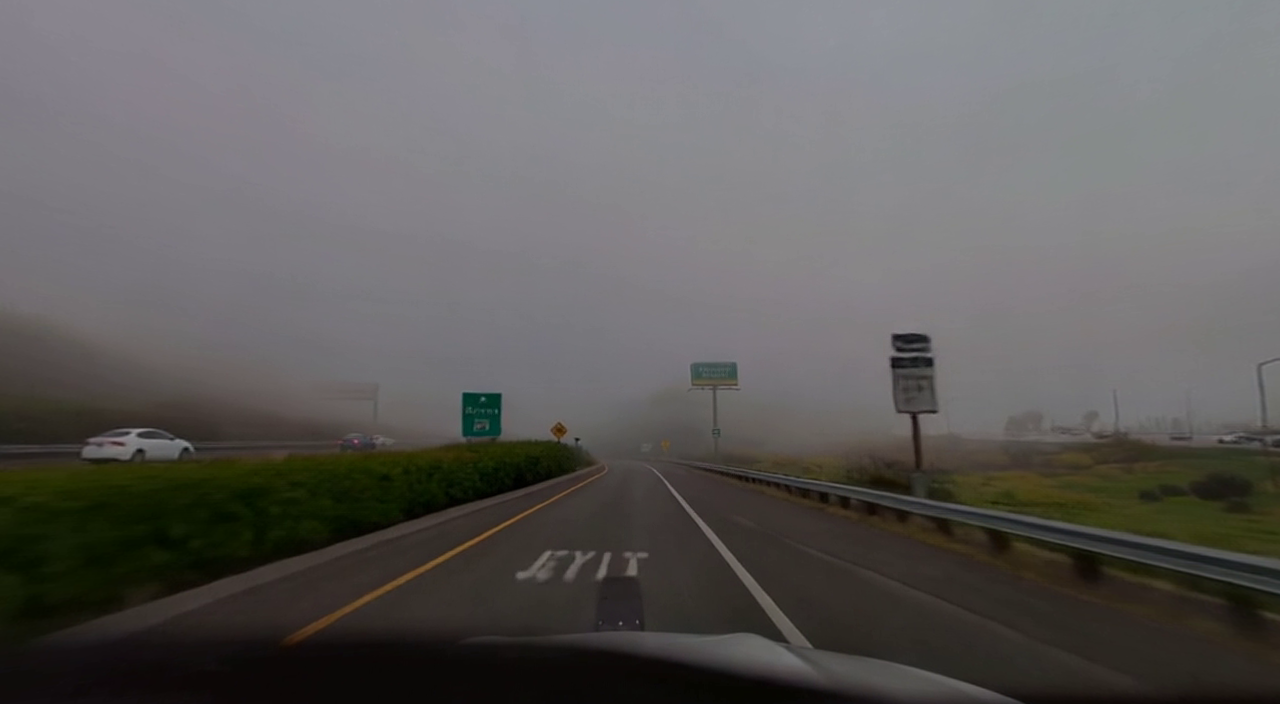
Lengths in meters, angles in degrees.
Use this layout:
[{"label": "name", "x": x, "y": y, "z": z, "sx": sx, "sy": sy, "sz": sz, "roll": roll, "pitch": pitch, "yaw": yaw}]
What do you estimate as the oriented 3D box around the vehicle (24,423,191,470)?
[{"label": "vehicle", "x": -18.328, "y": 3.327, "z": 22.124, "sx": 1.931, "sy": 1.451, "sz": 4.683, "roll": 0, "pitch": -9, "yaw": -3}]
